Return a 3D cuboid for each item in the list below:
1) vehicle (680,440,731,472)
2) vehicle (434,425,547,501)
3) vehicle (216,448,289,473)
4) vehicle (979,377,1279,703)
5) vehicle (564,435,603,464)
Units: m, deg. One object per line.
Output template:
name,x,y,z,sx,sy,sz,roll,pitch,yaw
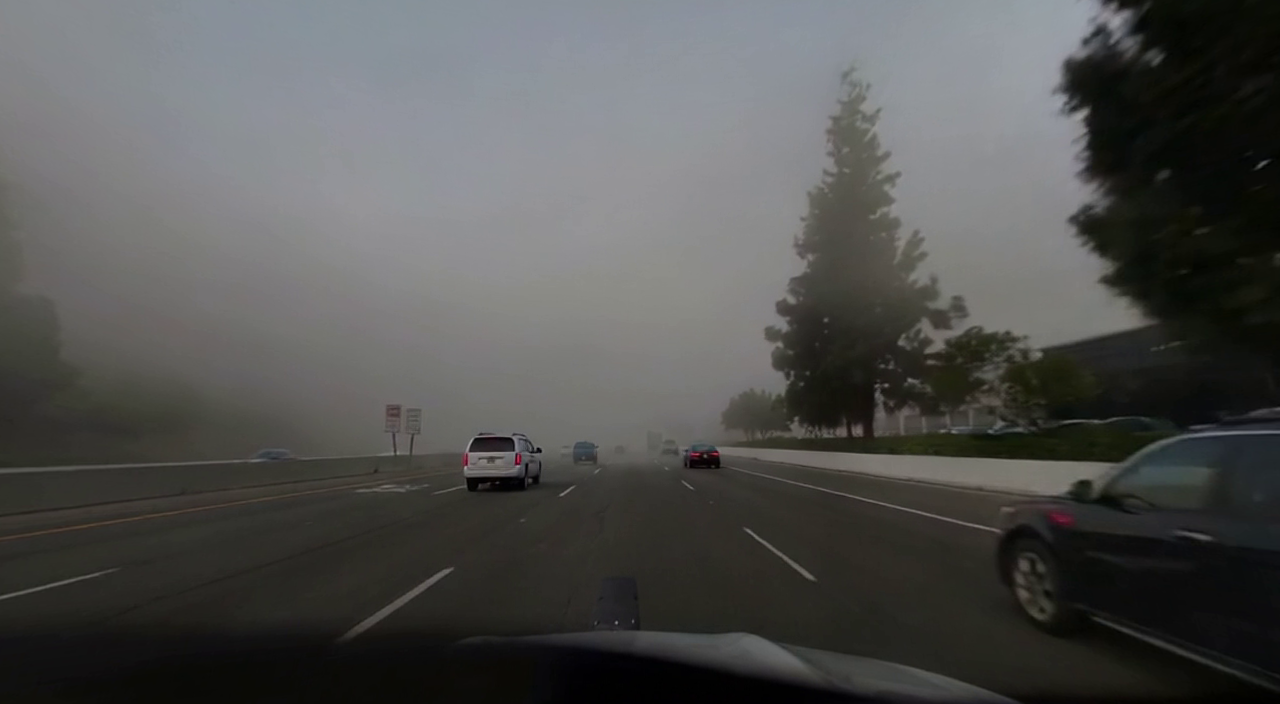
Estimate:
vehicle,3.263,5.269,32.195,1.957,1.510,4.643,0,-8,-2
vehicle,-3.873,2.969,17.240,1.987,1.765,4.508,0,-8,0
vehicle,-24.943,6.990,40.869,1.944,1.478,4.295,0,-8,1
vehicle,3.683,0.905,2.636,2.033,1.596,4.344,0,-8,-1
vehicle,-4.016,7.078,45.892,2.410,1.981,5.355,0,-8,0
